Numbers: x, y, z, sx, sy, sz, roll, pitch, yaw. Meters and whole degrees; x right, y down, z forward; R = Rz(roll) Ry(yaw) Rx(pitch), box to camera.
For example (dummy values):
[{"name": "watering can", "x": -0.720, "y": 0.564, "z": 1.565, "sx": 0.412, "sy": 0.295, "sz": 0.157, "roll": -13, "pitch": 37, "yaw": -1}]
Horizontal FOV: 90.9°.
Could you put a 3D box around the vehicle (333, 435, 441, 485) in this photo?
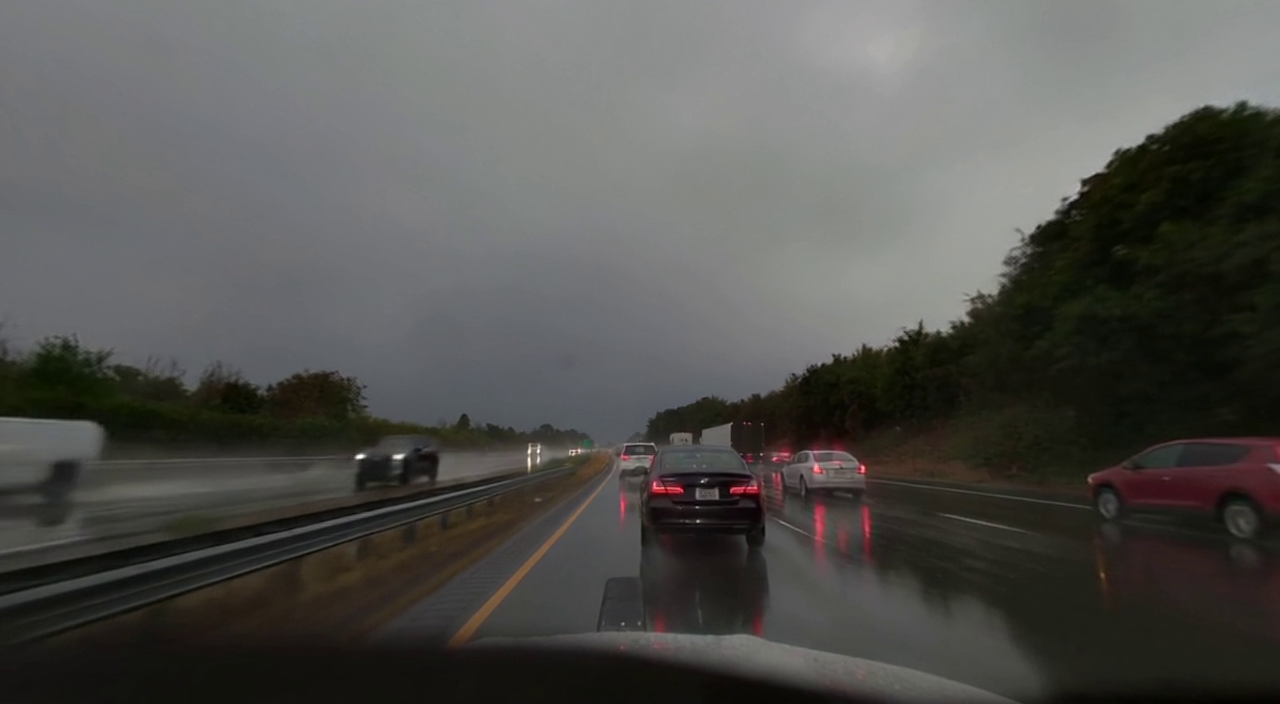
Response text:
[{"name": "vehicle", "x": -8.148, "y": 3.521, "z": 20.743, "sx": 1.865, "sy": 1.479, "sz": 3.882, "roll": -1, "pitch": -9, "yaw": 1}]

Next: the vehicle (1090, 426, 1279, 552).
[{"name": "vehicle", "x": 9.206, "y": 1.981, "z": 9.515, "sx": 1.950, "sy": 1.594, "sz": 3.735, "roll": 0, "pitch": -9, "yaw": -1}]

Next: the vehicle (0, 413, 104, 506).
[{"name": "vehicle", "x": -12.612, "y": 1.944, "z": 11.325, "sx": 1.991, "sy": 1.677, "sz": 4.499, "roll": 0, "pitch": -9, "yaw": -1}]

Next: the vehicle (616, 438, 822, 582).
[{"name": "vehicle", "x": 0.760, "y": 1.901, "z": 8.318, "sx": 2.094, "sy": 1.426, "sz": 3.725, "roll": 0, "pitch": -9, "yaw": -1}]

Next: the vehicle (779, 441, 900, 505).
[{"name": "vehicle", "x": 5.308, "y": 3.261, "z": 17.387, "sx": 1.908, "sy": 1.500, "sz": 4.157, "roll": 0, "pitch": -9, "yaw": -1}]
